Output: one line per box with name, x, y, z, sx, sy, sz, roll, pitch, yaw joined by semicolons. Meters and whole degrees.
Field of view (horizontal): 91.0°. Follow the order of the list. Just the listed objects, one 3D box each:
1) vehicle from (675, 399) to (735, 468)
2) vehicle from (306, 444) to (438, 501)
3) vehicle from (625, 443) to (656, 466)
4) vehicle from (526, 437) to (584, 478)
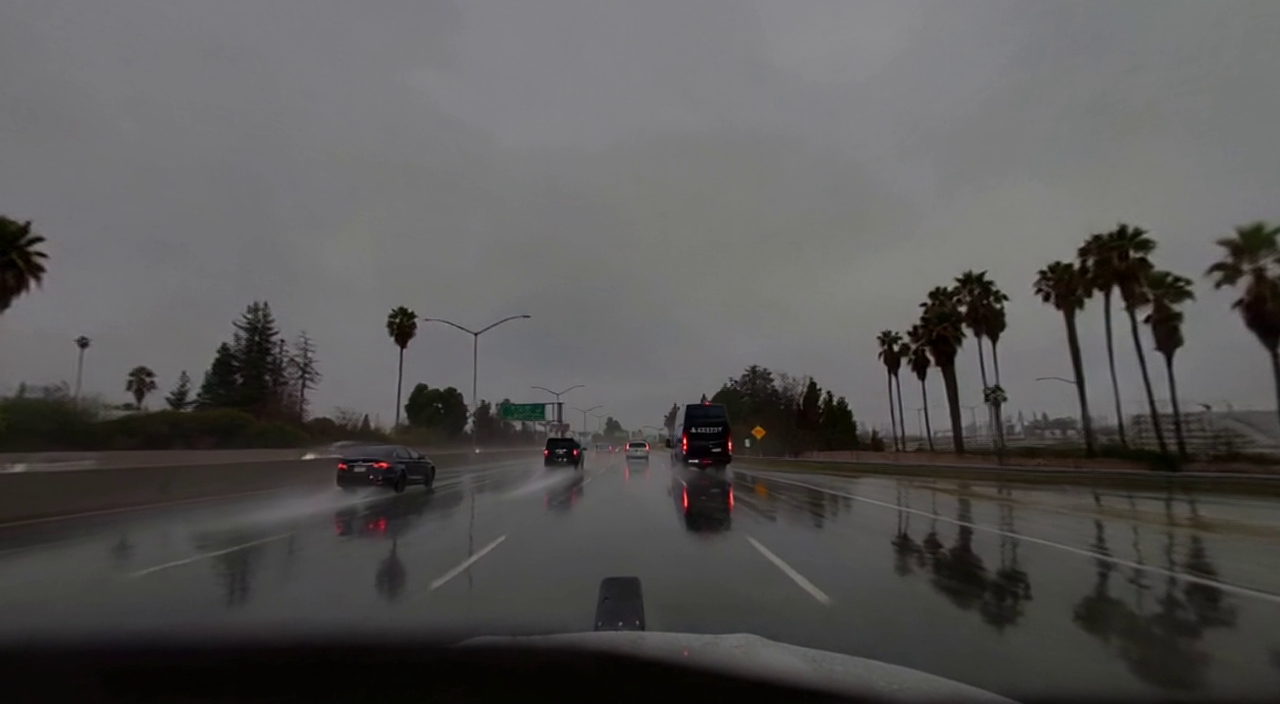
vehicle;4.004;5.358;40.881;3.086;3.984;8.371;0;-9;1
vehicle;-7.863;3.554;19.032;2.050;1.487;4.372;0;-9;0
vehicle;0.029;7.207;44.412;2.085;1.507;4.096;0;-9;0
vehicle;-3.718;4.711;28.192;2.017;1.683;4.094;0;-9;0
